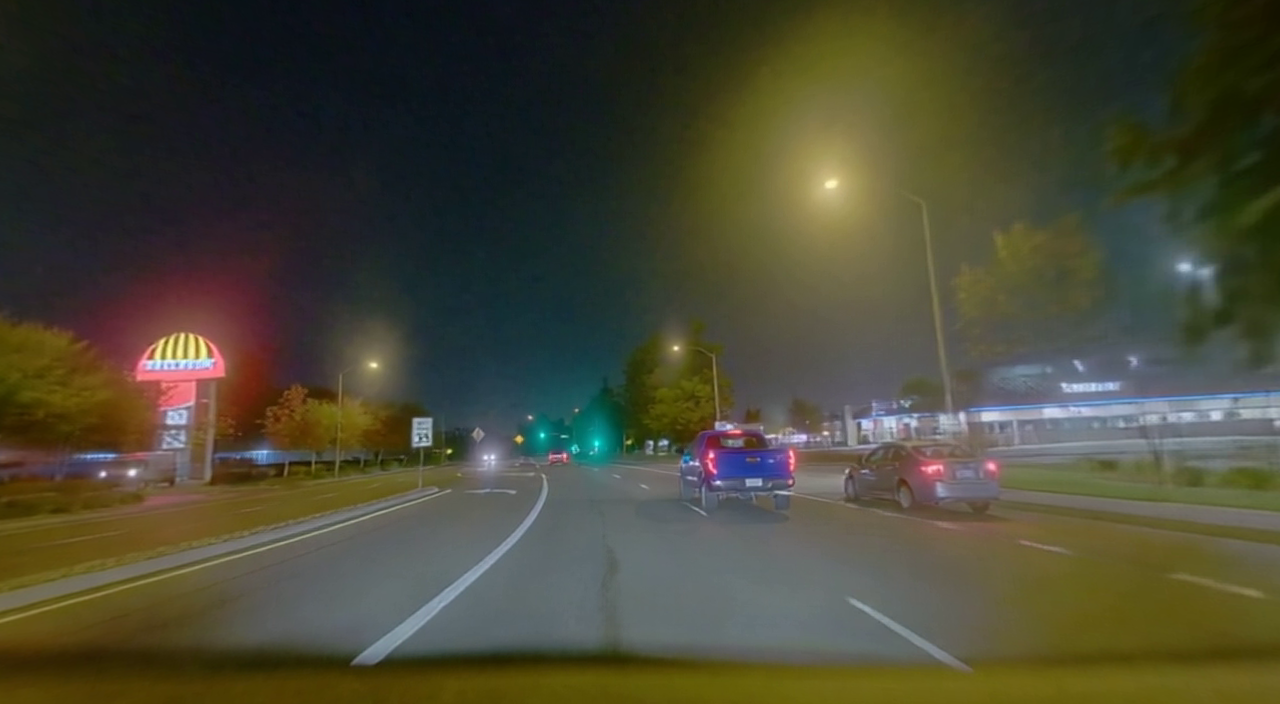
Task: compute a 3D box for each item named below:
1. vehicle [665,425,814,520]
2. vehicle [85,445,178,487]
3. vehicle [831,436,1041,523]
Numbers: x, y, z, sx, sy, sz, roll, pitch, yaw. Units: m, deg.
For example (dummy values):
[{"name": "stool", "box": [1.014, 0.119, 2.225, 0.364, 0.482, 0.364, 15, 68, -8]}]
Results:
[{"name": "vehicle", "box": [1.976, 2.637, 14.457, 2.214, 1.749, 4.998, 0, -9, -5]}, {"name": "vehicle", "box": [-34.162, 7.610, 42.704, 2.217, 2.629, 5.839, 1, -9, -11]}, {"name": "vehicle", "box": [5.791, 2.522, 13.105, 1.986, 1.480, 4.296, 0, -9, -5]}]
